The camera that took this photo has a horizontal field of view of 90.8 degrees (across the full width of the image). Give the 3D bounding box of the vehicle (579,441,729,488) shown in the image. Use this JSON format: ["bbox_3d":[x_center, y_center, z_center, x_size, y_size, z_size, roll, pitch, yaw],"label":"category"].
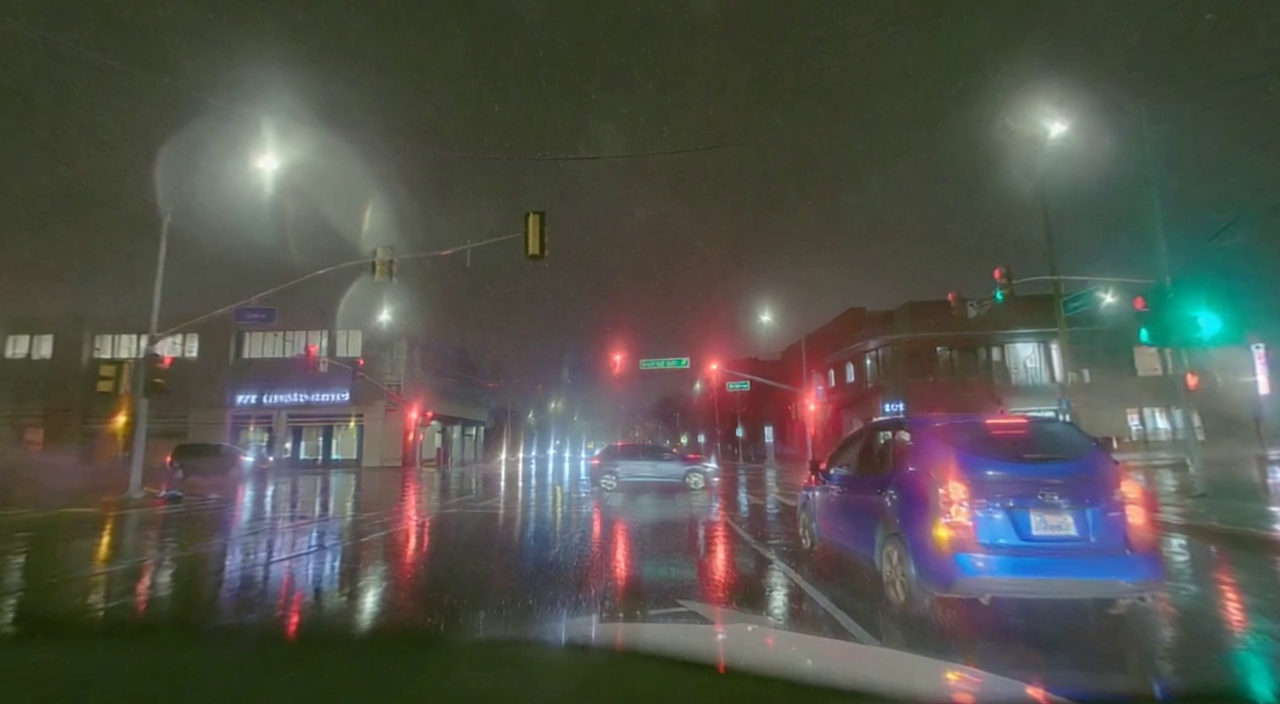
[{"bbox_3d":[0.527,3.788,21.486,4.878,1.488,1.888,-2,-9,9],"label":"vehicle"}]

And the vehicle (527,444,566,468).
[{"bbox_3d":[-7.138,8.021,48.847,2.181,1.703,4.512,-1,-8,2],"label":"vehicle"}]

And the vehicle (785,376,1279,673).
[{"bbox_3d":[2.963,1.314,5.933,2.049,1.691,4.447,0,-8,-1],"label":"vehicle"}]

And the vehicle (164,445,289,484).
[{"bbox_3d":[-21.385,5.781,32.748,5.161,1.910,2.275,-2,-9,11],"label":"vehicle"}]
